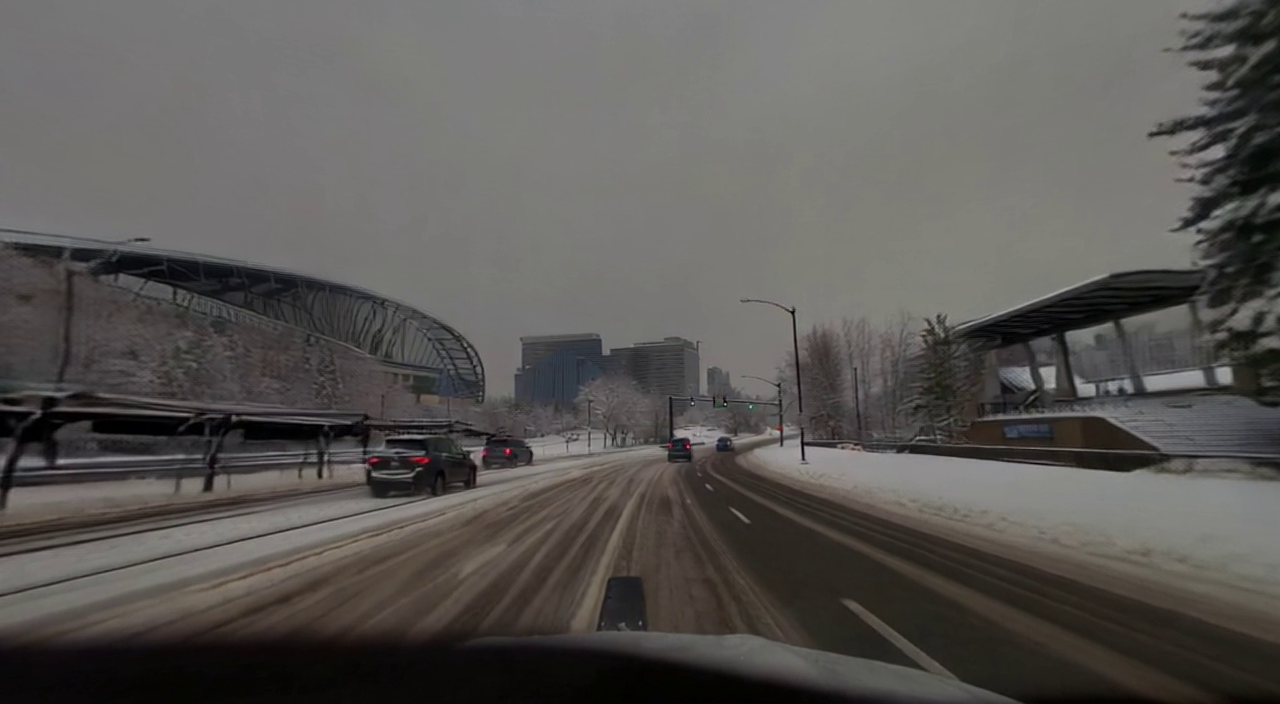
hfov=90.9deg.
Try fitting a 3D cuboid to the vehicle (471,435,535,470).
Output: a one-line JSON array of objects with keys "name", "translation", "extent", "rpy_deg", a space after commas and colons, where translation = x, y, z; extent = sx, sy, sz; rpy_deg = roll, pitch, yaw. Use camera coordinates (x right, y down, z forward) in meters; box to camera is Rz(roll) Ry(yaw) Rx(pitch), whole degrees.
[{"name": "vehicle", "translation": [-7.434, 5.508, 34.808], "extent": [2.097, 1.782, 4.682], "rpy_deg": [-1, -8, 6]}]

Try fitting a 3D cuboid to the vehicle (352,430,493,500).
[{"name": "vehicle", "translation": [-5.990, 3.151, 18.085], "extent": [2.181, 1.728, 4.515], "rpy_deg": [-1, -8, 4]}]

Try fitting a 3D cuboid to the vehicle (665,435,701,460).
[{"name": "vehicle", "translation": [3.359, 7.405, 48.847], "extent": [2.345, 1.803, 4.261], "rpy_deg": [-1, -8, 9]}]
